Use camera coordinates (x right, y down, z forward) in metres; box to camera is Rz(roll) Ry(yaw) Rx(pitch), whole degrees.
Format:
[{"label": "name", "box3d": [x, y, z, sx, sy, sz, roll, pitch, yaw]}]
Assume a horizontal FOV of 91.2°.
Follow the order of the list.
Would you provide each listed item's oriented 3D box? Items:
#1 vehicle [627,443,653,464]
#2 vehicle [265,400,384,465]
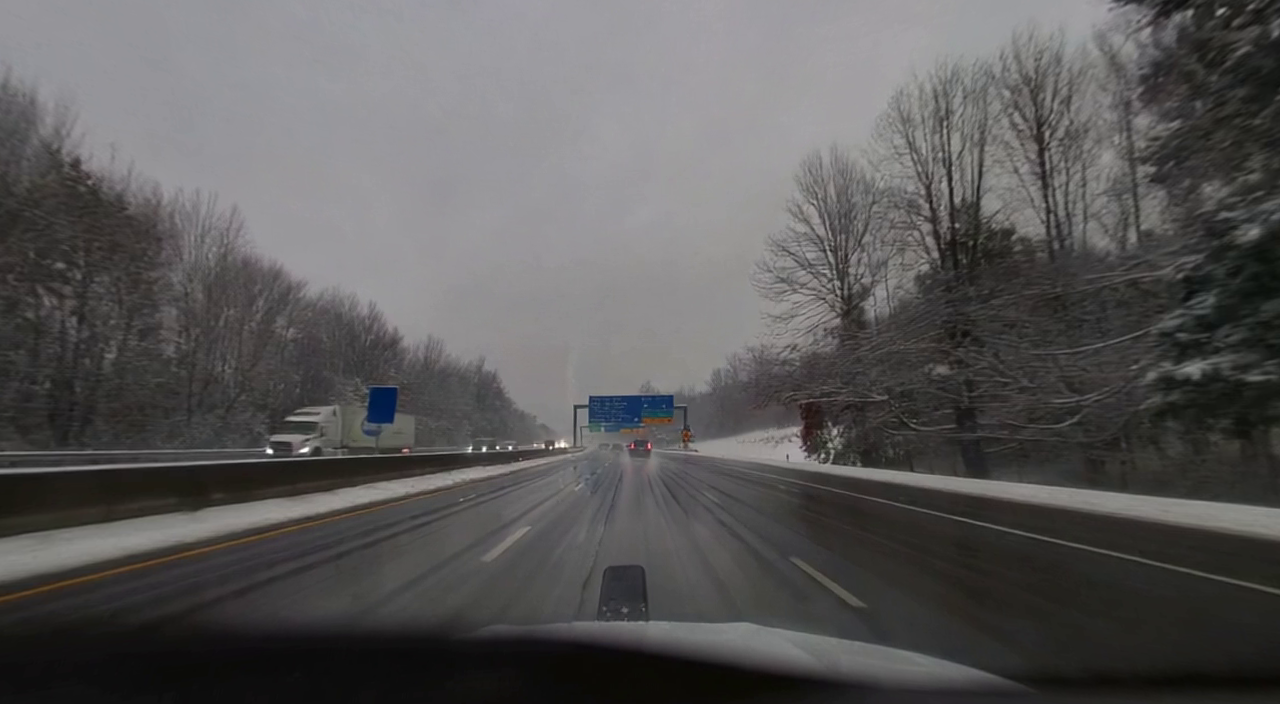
[{"label": "vehicle", "box3d": [-0.001, 7.506, 46.648, 1.859, 1.478, 3.799, 0, -8, 0]}, {"label": "vehicle", "box3d": [-21.197, 5.637, 43.081, 2.940, 3.918, 9.839, 0, -9, 0]}]
